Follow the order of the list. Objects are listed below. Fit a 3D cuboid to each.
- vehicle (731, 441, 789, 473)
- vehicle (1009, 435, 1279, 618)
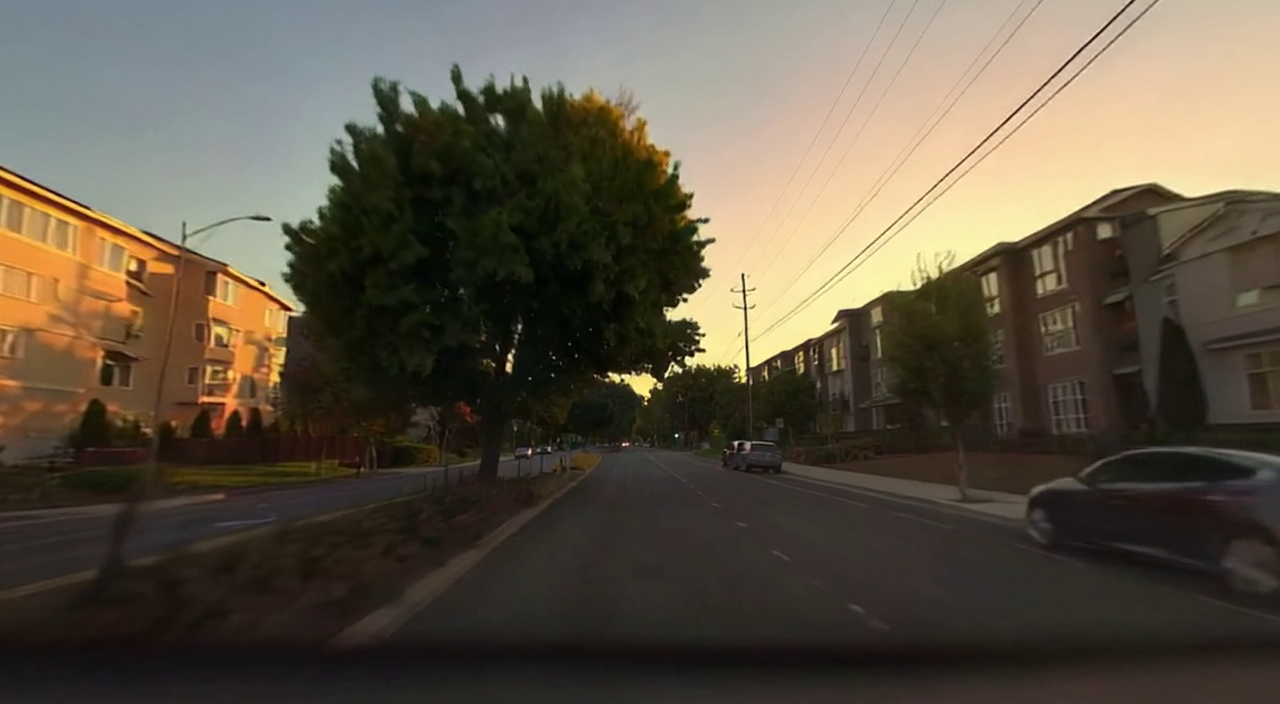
[{"bbox_3d":[6.259,5.532,33.507,1.948,1.526,4.518,0,-9,-3],"label":"vehicle"},{"bbox_3d":[6.168,1.589,6.295,1.944,1.478,4.885,0,-8,-1],"label":"vehicle"}]
